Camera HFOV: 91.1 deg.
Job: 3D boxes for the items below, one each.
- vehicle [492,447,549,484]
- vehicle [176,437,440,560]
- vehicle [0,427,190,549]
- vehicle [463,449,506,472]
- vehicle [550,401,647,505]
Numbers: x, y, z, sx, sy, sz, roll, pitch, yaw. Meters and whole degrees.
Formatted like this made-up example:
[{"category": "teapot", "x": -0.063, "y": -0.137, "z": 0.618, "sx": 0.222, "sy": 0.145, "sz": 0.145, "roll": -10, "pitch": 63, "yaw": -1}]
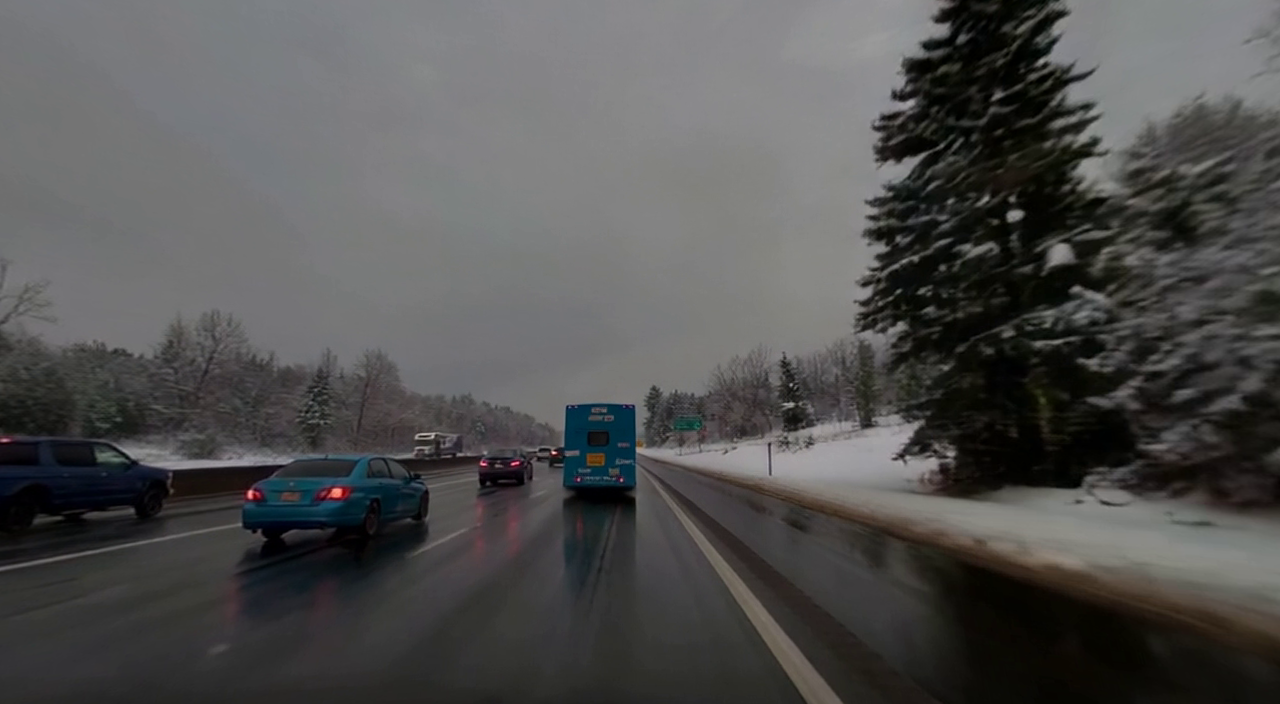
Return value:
[{"category": "vehicle", "x": -5.152, "y": 4.922, "z": 27.602, "sx": 1.872, "sy": 1.480, "sz": 3.545, "roll": 0, "pitch": -9, "yaw": -1}, {"category": "vehicle", "x": -4.658, "y": 2.083, "z": 9.660, "sx": 1.876, "sy": 1.438, "sz": 4.072, "roll": 0, "pitch": -9, "yaw": -1}, {"category": "vehicle", "x": -9.682, "y": 2.067, "z": 9.924, "sx": 2.010, "sy": 1.621, "sz": 4.252, "roll": 0, "pitch": -9, "yaw": -1}, {"category": "vehicle", "x": -10.339, "y": 7.229, "z": 42.160, "sx": 1.886, "sy": 1.462, "sz": 4.084, "roll": 0, "pitch": -9, "yaw": -1}, {"category": "vehicle", "x": -1.105, "y": 2.899, "z": 18.294, "sx": 2.394, "sy": 2.556, "sz": 5.232, "roll": 0, "pitch": -9, "yaw": -2}]
